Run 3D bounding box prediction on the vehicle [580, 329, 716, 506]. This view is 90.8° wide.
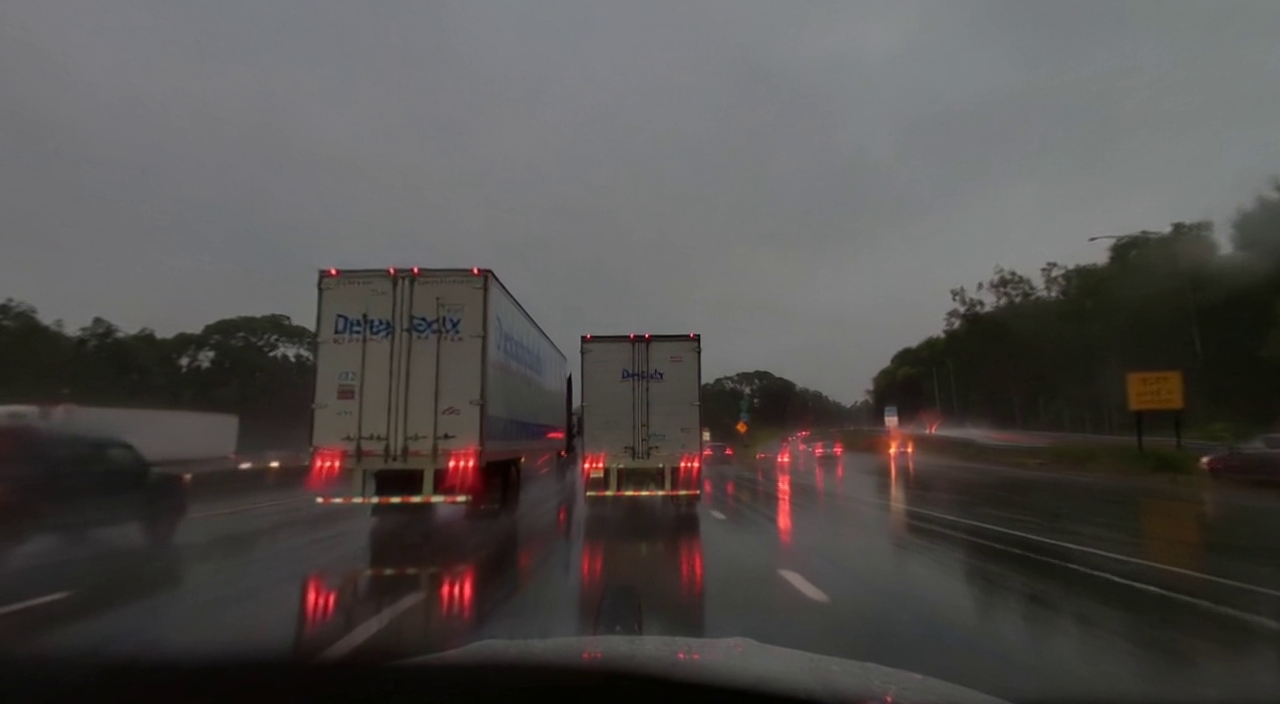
[{"bbox_3d":[0.089,2.116,18.606,2.910,3.828,9.805,0,-9,-1],"label":"vehicle"}]

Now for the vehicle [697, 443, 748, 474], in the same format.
[{"bbox_3d":[4.104,5.385,32.145,2.010,1.446,4.579,0,-9,1],"label":"vehicle"}]

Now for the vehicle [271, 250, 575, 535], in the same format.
[{"bbox_3d":[-3.859,1.706,17.025,2.873,4.107,15.970,0,-9,-1],"label":"vehicle"}]

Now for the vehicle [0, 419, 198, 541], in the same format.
[{"bbox_3d":[-10.878,2.189,11.149,2.120,1.862,5.530,0,-9,0],"label":"vehicle"}]
